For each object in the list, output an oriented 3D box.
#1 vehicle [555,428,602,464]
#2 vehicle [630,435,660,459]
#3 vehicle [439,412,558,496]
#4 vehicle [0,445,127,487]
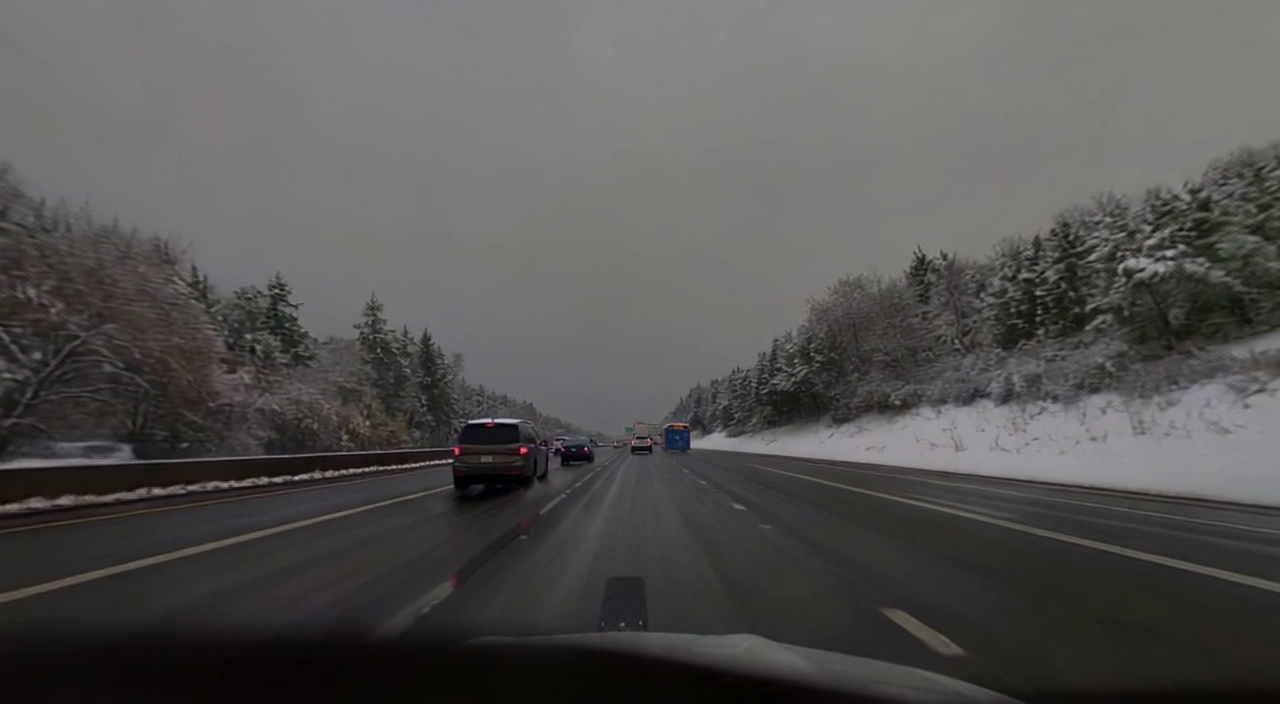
[{"bbox_3d":[-3.371,5.267,35.326,2.155,1.843,4.567,0,-8,0],"label":"vehicle"},{"bbox_3d":[0.329,6.659,44.259,2.042,1.632,3.654,0,-8,0],"label":"vehicle"},{"bbox_3d":[-3.536,2.669,16.704,2.016,1.898,4.458,0,-8,1],"label":"vehicle"},{"bbox_3d":[-23.122,4.431,24.862,1.806,1.464,4.678,0,-8,0],"label":"vehicle"}]
